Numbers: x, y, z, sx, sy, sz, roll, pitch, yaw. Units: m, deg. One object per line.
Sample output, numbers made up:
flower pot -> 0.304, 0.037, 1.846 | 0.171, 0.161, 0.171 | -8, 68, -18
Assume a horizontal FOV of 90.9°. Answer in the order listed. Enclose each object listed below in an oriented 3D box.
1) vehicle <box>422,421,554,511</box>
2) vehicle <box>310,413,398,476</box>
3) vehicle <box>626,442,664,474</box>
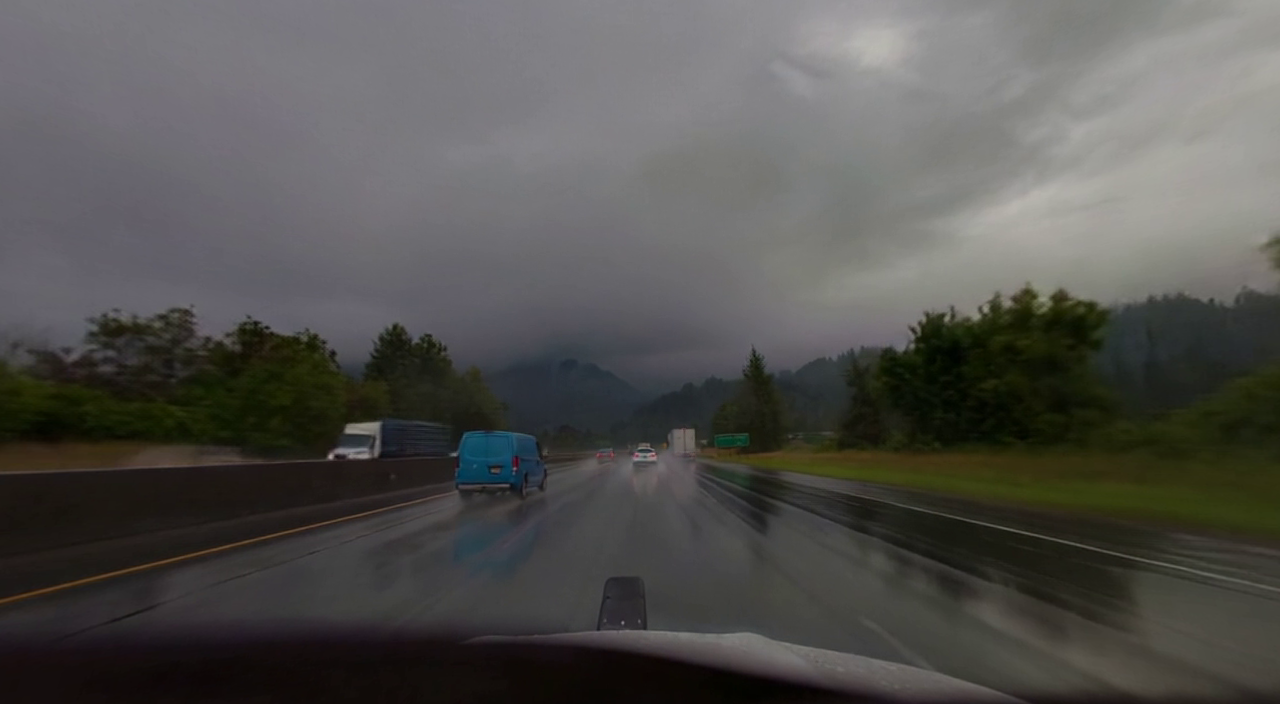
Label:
vehicle -> -3.763, 2.943, 16.708 | 2.167, 1.991, 5.062 | 0, -9, 1
vehicle -> -19.429, 6.356, 43.270 | 2.987, 3.970, 5.945 | -1, -9, 2
vehicle -> 0.308, 6.410, 38.265 | 2.209, 1.825, 4.036 | 0, -9, 1
